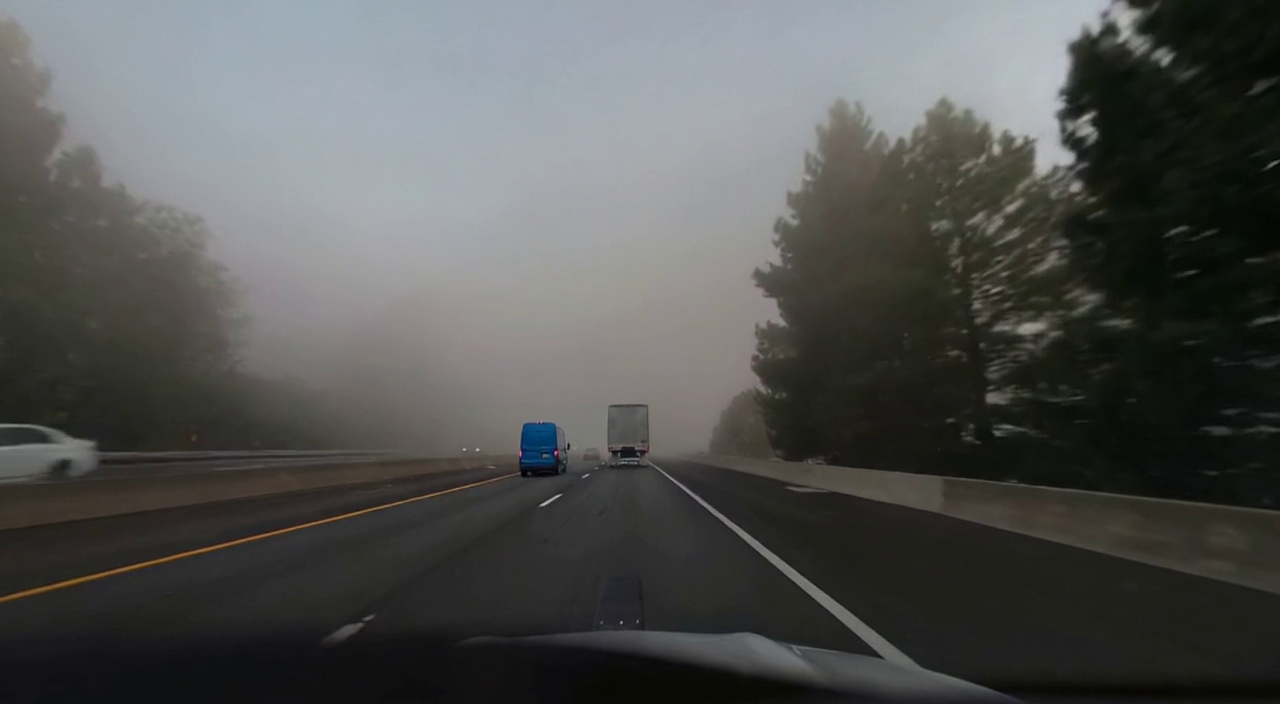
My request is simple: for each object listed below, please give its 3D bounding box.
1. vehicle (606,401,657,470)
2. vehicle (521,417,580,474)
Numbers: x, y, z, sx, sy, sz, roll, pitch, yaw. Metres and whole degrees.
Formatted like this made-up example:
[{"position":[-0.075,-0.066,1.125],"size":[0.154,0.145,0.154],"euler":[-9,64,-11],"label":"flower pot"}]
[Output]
[{"position":[-0.581,5.722,42.480],"size":[2.995,4.036,10.311],"euler":[0,-9,-1],"label":"vehicle"},{"position":[-4.712,5.110,34.322],"size":[2.357,2.786,6.144],"euler":[0,-9,-1],"label":"vehicle"}]
